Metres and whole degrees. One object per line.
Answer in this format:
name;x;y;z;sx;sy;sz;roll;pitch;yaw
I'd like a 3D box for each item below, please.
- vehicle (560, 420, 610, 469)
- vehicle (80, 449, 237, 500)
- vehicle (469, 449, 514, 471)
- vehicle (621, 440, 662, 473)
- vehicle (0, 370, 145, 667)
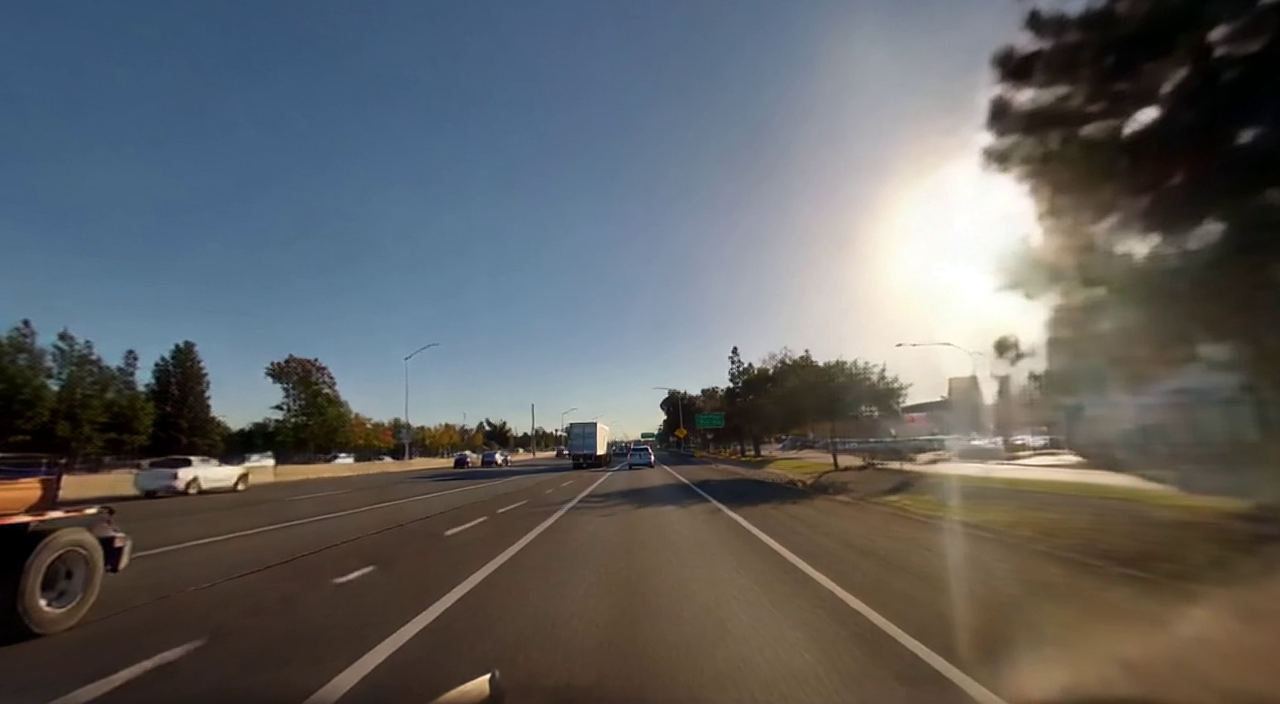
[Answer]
vehicle;-4.164;7.231;49.361;2.796;3.426;8.553;-1;-8;2
vehicle;-18.324;4.635;24.397;2.076;1.709;4.893;-1;-8;2
vehicle;-10.799;7.903;46.274;1.928;1.480;4.823;-1;-8;2
vehicle;0.108;6.108;37.280;2.227;1.794;4.646;0;-8;1
vehicle;-5.048;0.836;2.584;2.200;1.793;4.586;0;-8;2
